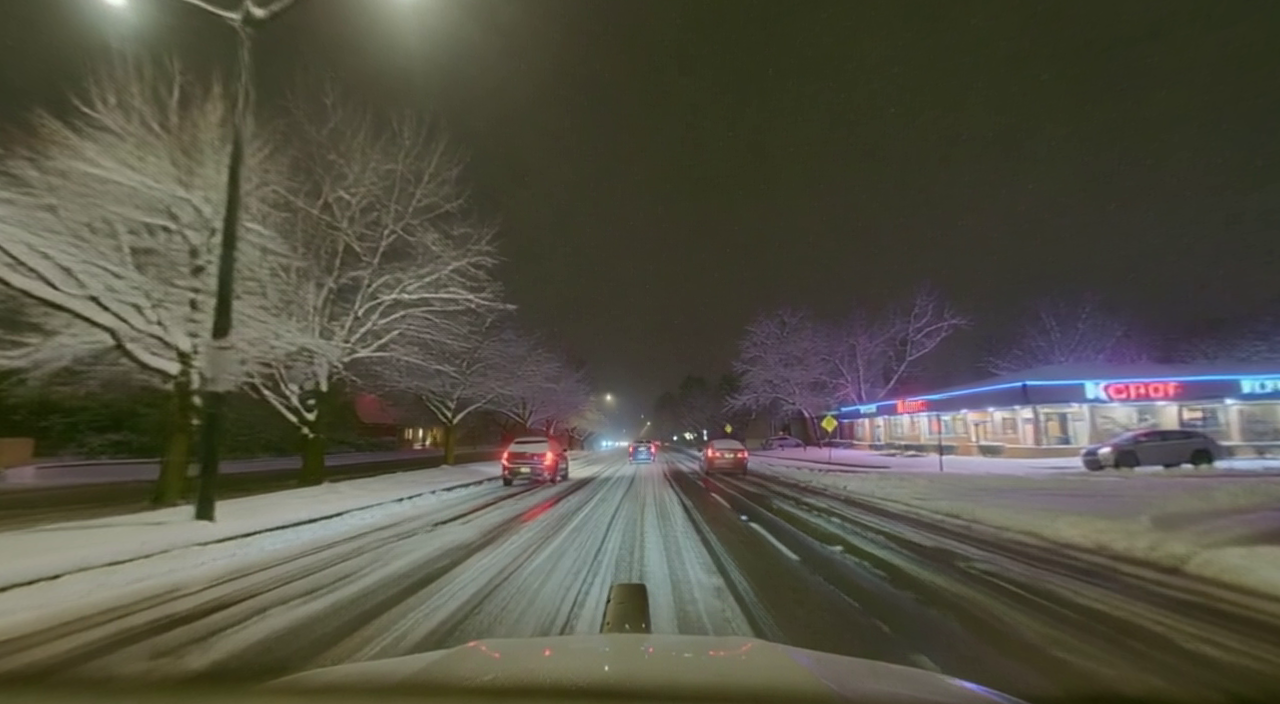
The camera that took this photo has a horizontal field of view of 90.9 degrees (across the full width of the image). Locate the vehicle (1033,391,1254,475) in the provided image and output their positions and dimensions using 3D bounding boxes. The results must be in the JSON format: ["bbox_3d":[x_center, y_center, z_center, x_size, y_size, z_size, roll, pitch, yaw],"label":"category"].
[{"bbox_3d":[21.823,3.674,28.236,2.928,3.123,8.236,-1,-8,-1],"label":"vehicle"}]

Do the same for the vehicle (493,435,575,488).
[{"bbox_3d":[-3.486,3.665,21.538,1.995,1.607,4.086,-1,-8,1],"label":"vehicle"}]

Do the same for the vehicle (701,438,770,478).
[{"bbox_3d":[3.728,4.234,25.497,2.012,1.462,4.400,0,-8,-1],"label":"vehicle"}]

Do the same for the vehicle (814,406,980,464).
[{"bbox_3d":[14.936,4.928,37.204,8.343,3.028,3.002,-2,-9,3],"label":"vehicle"}]

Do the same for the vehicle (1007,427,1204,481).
[{"bbox_3d":[14.887,3.294,20.478,4.578,1.620,2.047,-2,-8,12],"label":"vehicle"}]

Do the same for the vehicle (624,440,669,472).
[{"bbox_3d":[0.304,5.127,31.327,2.059,1.477,4.216,0,-8,0],"label":"vehicle"}]
